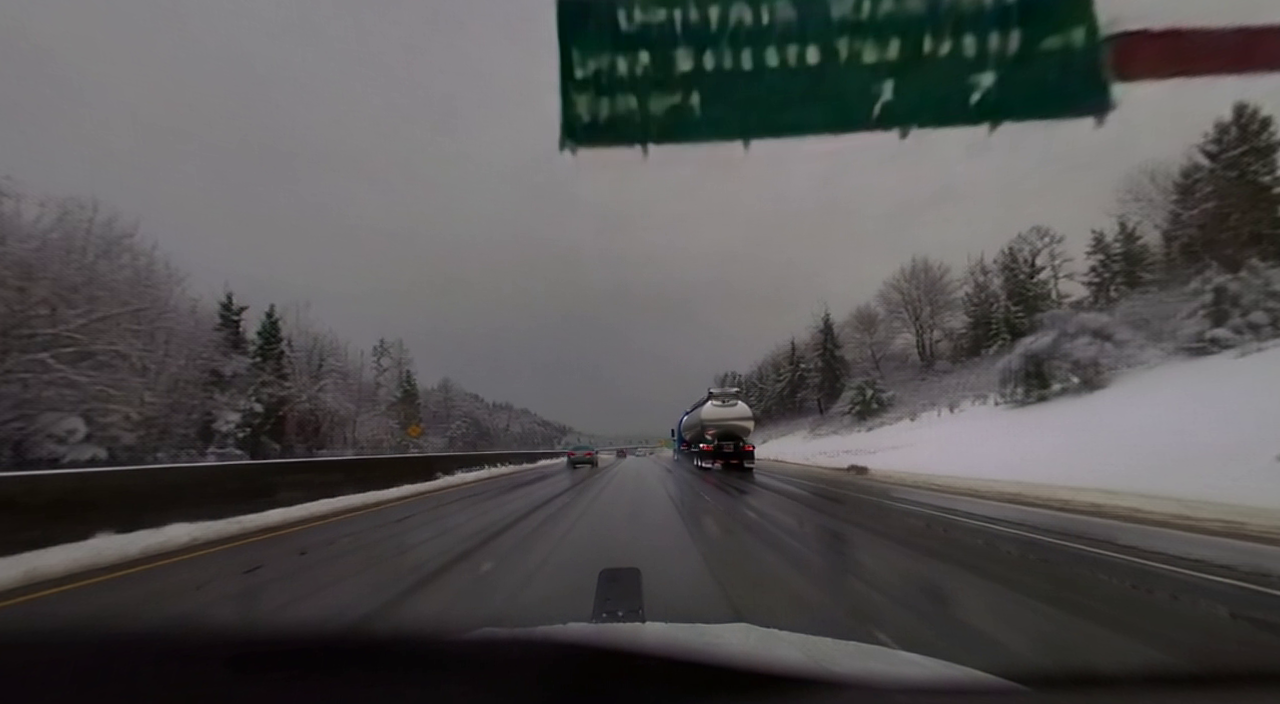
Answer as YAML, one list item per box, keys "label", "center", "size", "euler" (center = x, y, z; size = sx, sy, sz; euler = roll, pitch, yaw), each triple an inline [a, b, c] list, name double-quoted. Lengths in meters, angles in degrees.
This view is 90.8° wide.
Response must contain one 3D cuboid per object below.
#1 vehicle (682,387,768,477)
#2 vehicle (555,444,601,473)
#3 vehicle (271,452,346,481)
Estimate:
- label: "vehicle"
  center: [3.874, 4.054, 31.207]
  size: [2.759, 3.734, 9.708]
  euler: [0, -9, -1]
- label: "vehicle"
  center: [-3.297, 5.764, 34.472]
  size: [1.986, 1.458, 4.506]
  euler: [0, -9, 1]
- label: "vehicle"
  center: [-19.185, 6.616, 36.760]
  size: [1.892, 1.502, 4.488]
  euler: [0, -9, 0]
